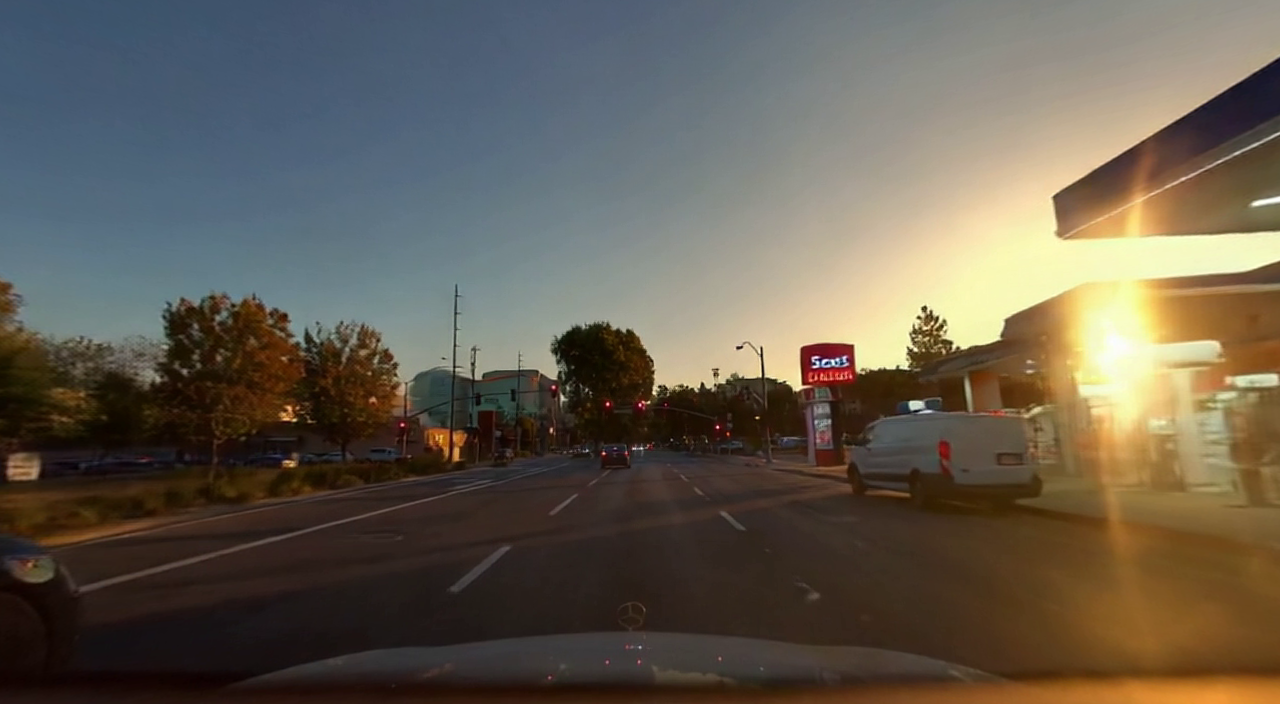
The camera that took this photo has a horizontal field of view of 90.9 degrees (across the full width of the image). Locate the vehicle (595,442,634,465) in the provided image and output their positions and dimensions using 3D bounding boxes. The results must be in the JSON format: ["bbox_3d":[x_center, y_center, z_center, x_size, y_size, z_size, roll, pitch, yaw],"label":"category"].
[{"bbox_3d":[-1.673,7.014,43.673,2.082,1.460,4.442,-1,-8,6],"label":"vehicle"}]

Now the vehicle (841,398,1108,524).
[{"bbox_3d":[7.255,2.495,15.001,2.764,2.327,6.492,0,-8,0],"label":"vehicle"}]

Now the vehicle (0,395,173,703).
[{"bbox_3d":[-3.414,0.699,0.961,2.018,1.470,4.346,0,-8,1],"label":"vehicle"}]
